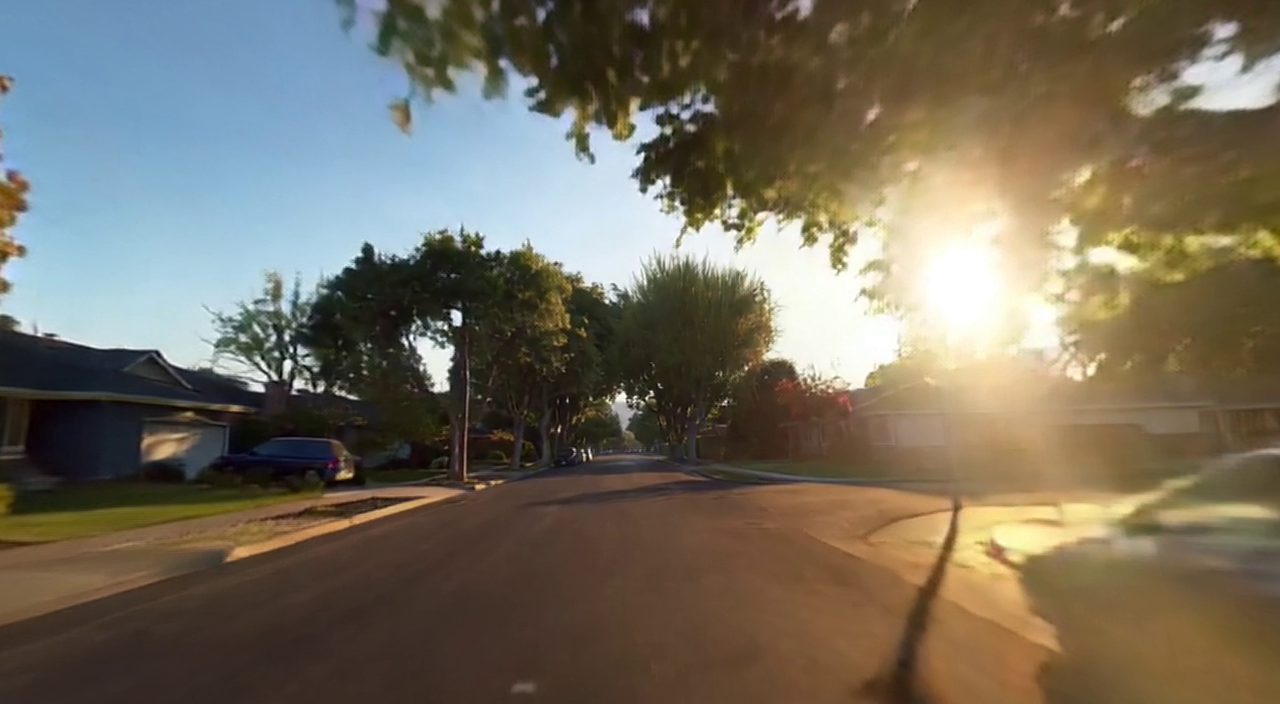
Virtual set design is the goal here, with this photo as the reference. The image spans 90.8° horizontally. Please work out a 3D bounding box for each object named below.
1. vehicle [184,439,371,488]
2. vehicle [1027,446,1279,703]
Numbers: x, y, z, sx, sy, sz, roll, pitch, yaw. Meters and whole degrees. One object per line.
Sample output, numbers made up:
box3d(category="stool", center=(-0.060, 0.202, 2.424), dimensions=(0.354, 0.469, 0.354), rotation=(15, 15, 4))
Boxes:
box3d(category="vehicle", center=(-14.152, 4.377, 25.061), dimensions=(5.863, 1.773, 2.451), rotation=(0, -9, -4))
box3d(category="vehicle", center=(3.849, 1.160, 2.775), dimensions=(1.849, 1.470, 3.807), rotation=(0, -9, 0))
